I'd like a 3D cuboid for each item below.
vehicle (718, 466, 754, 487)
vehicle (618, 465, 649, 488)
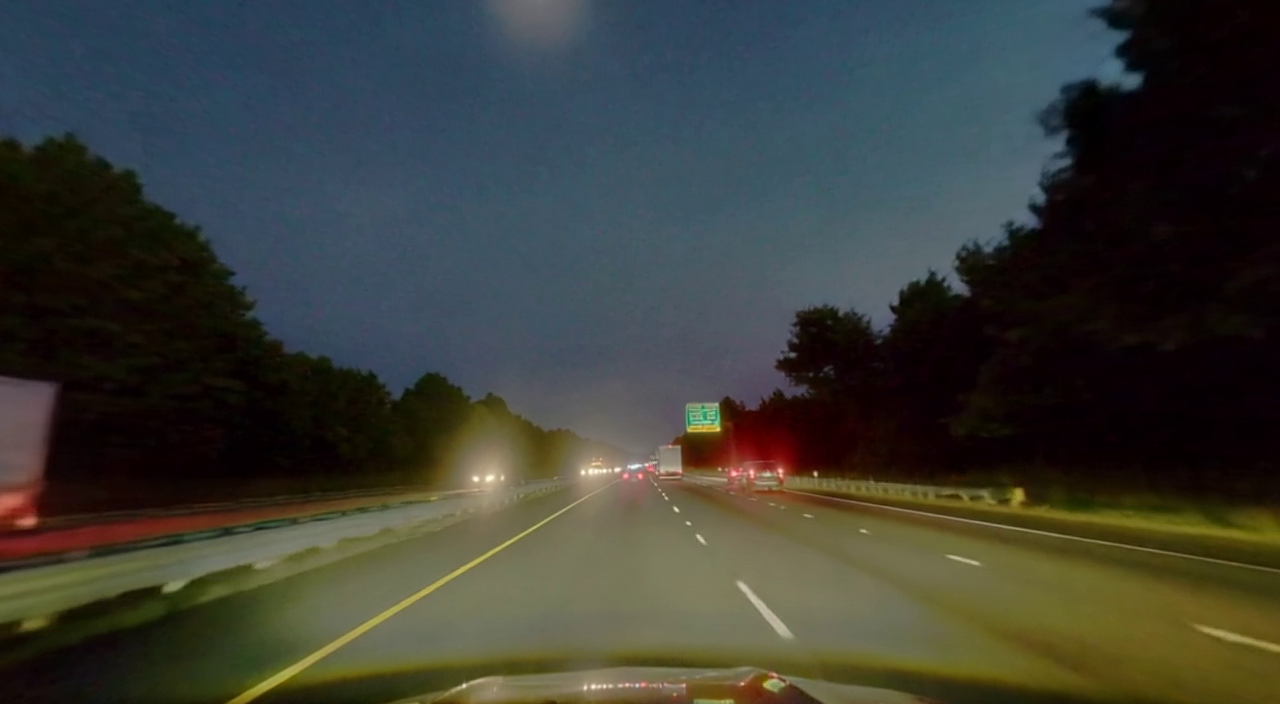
[{"bbox_3d":[7.416,9.696,49.175,1.977,1.494,4.311,1,-10,-2],"label":"vehicle"},{"bbox_3d":[-0.436,8.482,42.916,2.025,1.452,3.927,1,-10,-1],"label":"vehicle"}]
